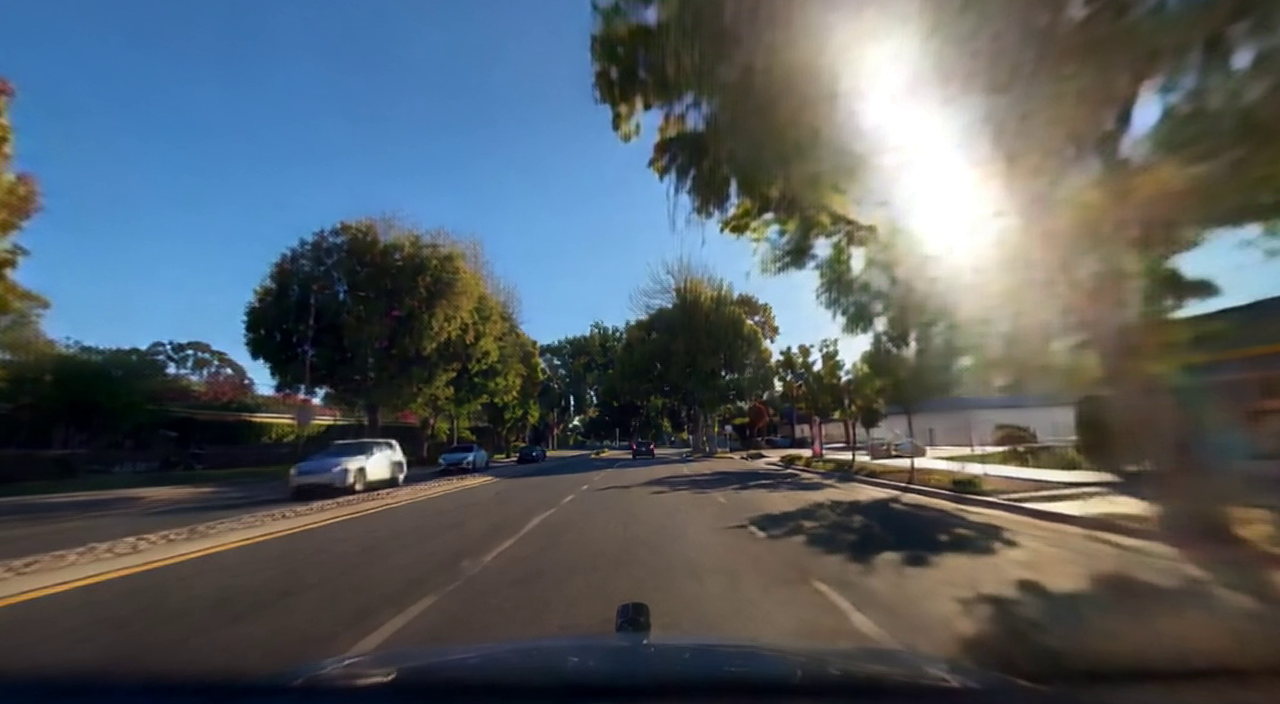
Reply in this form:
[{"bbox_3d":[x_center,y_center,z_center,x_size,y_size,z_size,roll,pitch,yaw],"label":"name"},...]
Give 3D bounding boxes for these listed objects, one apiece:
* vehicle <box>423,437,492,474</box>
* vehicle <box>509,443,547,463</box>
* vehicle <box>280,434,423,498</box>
[{"bbox_3d":[-9.678,5.521,33.907,2.230,1.777,4.797,0,-8,1],"label":"vehicle"},{"bbox_3d":[-8.465,7.664,48.065,1.946,1.470,4.443,-1,-8,2],"label":"vehicle"},{"bbox_3d":[-8.833,3.507,19.858,2.250,1.747,4.492,-1,-8,2],"label":"vehicle"}]
